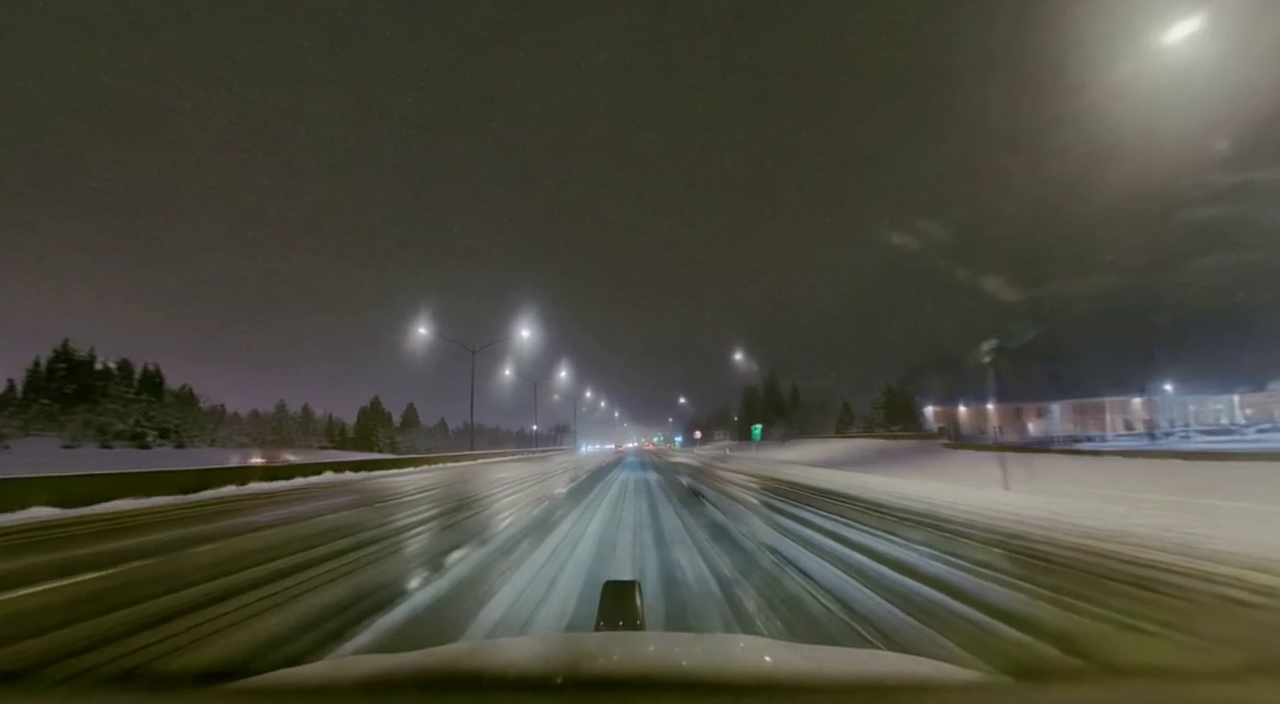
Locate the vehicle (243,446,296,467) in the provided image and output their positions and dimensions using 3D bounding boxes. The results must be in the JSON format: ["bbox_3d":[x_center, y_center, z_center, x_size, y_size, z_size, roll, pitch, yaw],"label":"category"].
[{"bbox_3d":[-29.058,8.174,49.659,1.717,1.525,3.814,0,-8,1],"label":"vehicle"}]
